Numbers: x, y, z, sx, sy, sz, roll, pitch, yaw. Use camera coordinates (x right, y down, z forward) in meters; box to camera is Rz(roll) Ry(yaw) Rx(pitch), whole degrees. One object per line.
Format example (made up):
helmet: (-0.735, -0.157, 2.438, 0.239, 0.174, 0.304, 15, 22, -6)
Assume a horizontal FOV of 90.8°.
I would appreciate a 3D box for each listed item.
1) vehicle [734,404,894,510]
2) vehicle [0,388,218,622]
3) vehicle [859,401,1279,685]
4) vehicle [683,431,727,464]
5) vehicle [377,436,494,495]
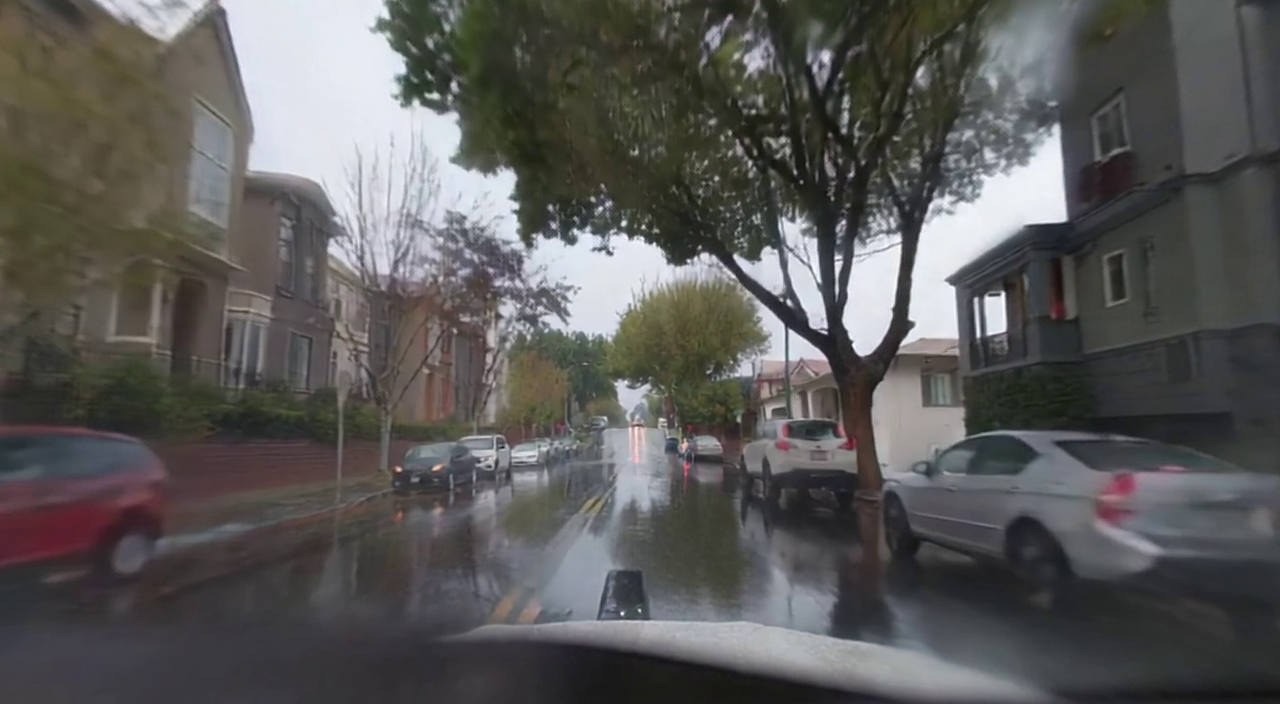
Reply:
vehicle: (3.630, 2.311, 14.283, 2.158, 1.977, 4.750, 0, -8, -1)
vehicle: (-5.942, 1.277, 5.061, 2.106, 1.760, 4.573, -4, -9, -2)
vehicle: (3.721, 1.333, 5.630, 1.968, 1.505, 4.368, 0, -8, 0)
vehicle: (3.695, 5.516, 36.622, 1.952, 1.738, 4.518, 0, -8, -2)
vehicle: (-5.786, 3.243, 18.535, 1.998, 1.485, 4.476, 0, -8, -1)
